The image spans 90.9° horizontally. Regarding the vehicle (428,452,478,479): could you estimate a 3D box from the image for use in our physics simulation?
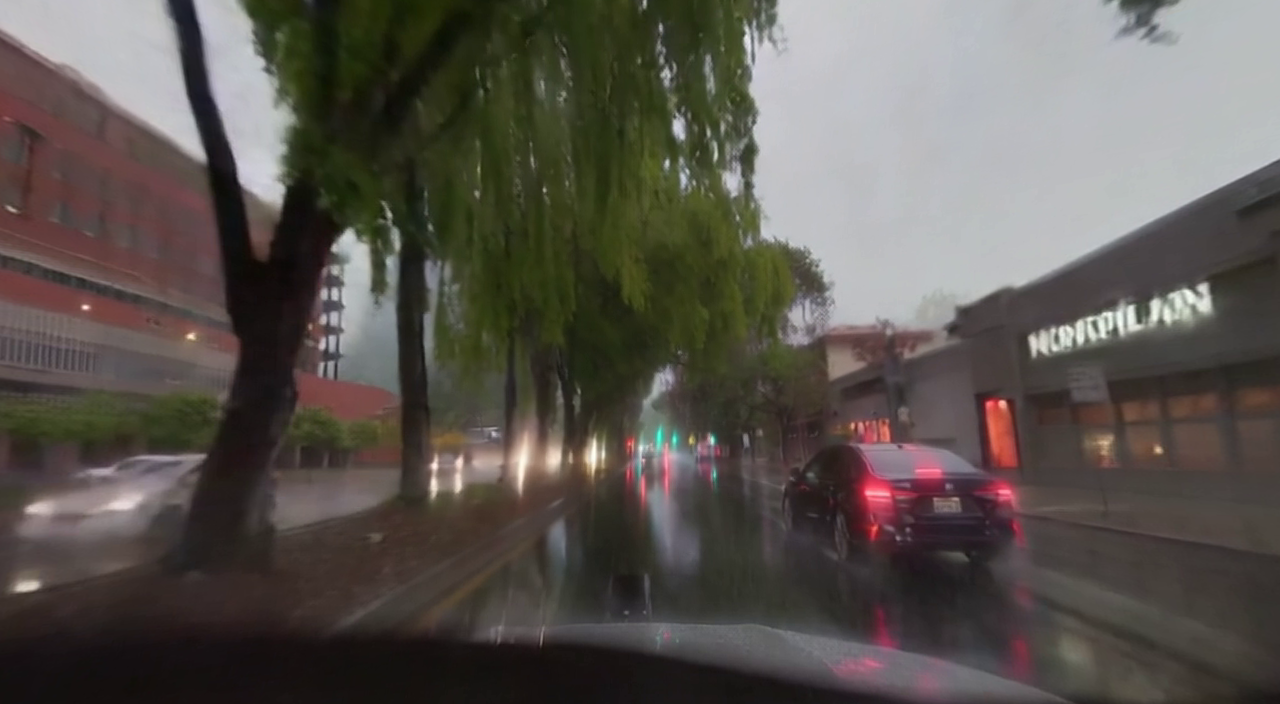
[{"bbox_3d":[-11.774,7.170,39.989,1.869,1.529,4.355,-2,-9,-1],"label":"vehicle"}]

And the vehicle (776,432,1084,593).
[{"bbox_3d":[3.210,1.837,8.096,1.989,1.498,4.050,0,-9,0],"label":"vehicle"}]

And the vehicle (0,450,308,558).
[{"bbox_3d":[-8.168,2.531,11.299,1.958,1.487,4.451,-1,-9,1],"label":"vehicle"}]

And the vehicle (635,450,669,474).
[{"bbox_3d":[0.693,6.666,38.400,1.945,1.343,3.827,-1,-9,0],"label":"vehicle"}]

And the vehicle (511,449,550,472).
[{"bbox_3d":[-8.106,8.073,47.123,2.013,1.637,4.479,-1,-9,2],"label":"vehicle"}]
